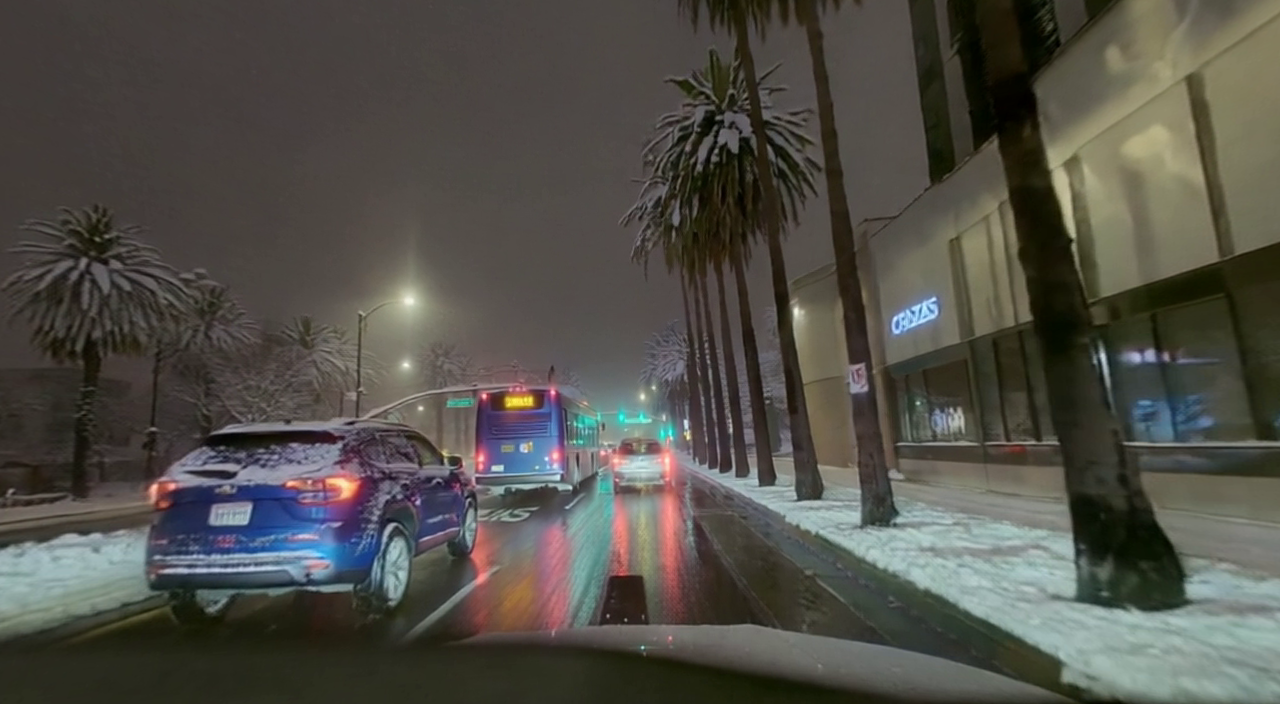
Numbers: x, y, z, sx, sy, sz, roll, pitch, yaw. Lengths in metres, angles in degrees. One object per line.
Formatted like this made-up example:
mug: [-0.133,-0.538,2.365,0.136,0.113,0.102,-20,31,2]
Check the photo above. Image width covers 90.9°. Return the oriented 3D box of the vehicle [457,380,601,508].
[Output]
vehicle: [-2.933,2.828,19.414,2.775,3.064,8.297,0,-8,1]

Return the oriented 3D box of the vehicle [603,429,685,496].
vehicle: [0.127,3.175,18.420,2.120,1.727,3.917,0,-8,1]

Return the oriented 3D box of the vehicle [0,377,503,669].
vehicle: [-2.980,1.390,6.269,2.124,1.799,4.587,0,-8,1]
